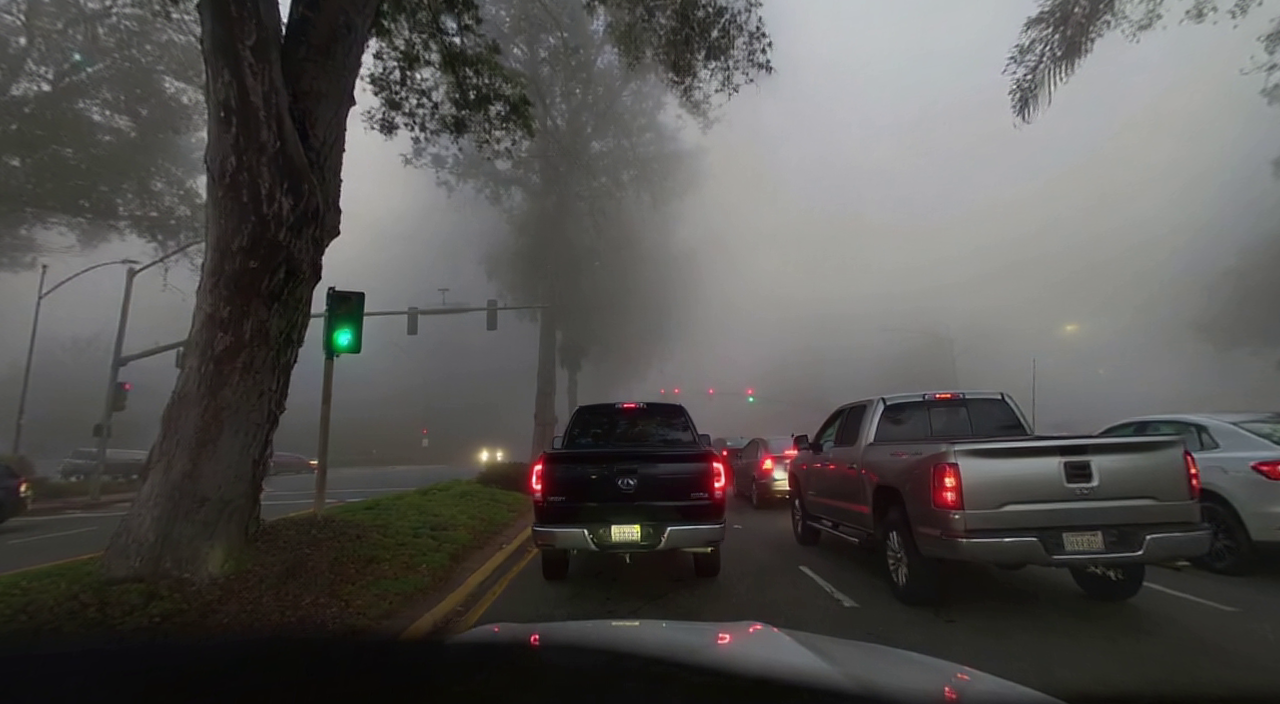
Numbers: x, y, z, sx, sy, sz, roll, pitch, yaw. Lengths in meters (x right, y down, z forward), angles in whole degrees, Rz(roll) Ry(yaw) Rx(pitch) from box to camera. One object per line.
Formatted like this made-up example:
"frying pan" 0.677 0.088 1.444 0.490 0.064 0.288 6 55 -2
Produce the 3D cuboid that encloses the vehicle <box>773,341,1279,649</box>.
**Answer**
"vehicle" 3.324 1.314 6.923 2.412 1.953 5.682 0 -9 -1

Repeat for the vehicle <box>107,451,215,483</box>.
"vehicle" -26.376 6.322 35.015 4.437 1.669 1.936 5 -10 -30

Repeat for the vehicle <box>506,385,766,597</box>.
"vehicle" -0.062 1.575 8.048 2.240 1.821 5.001 0 -9 -1
